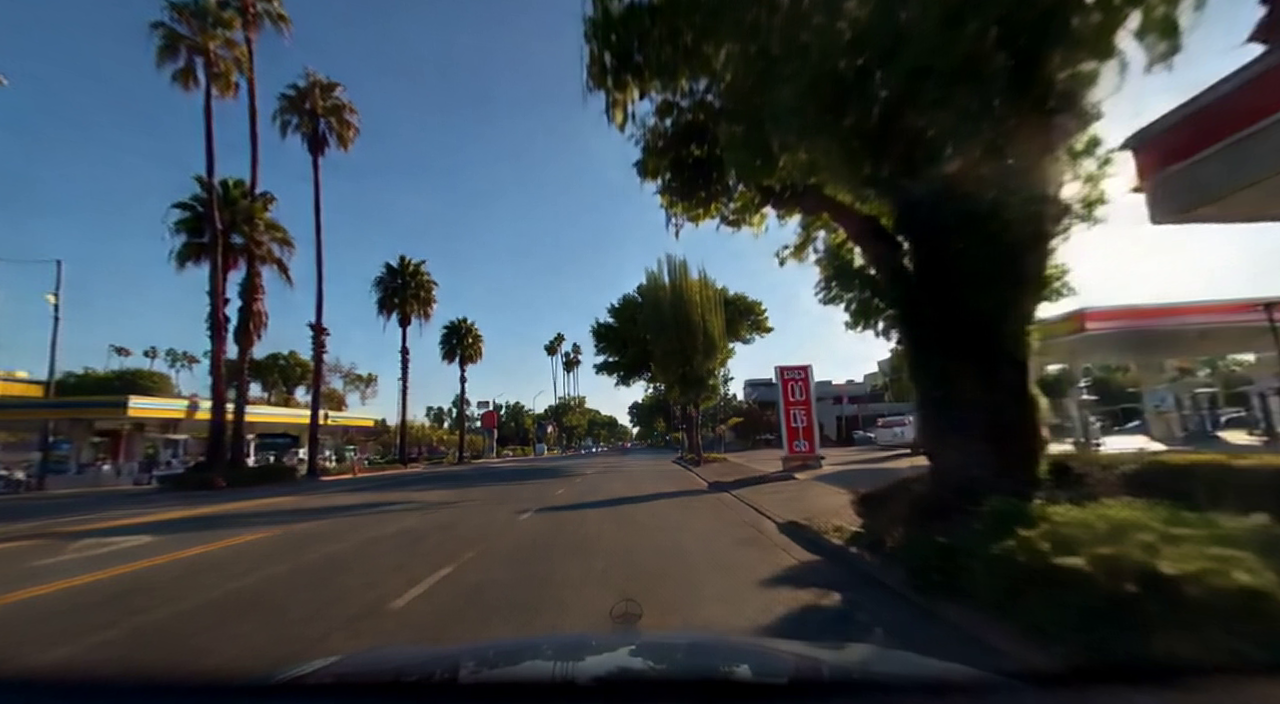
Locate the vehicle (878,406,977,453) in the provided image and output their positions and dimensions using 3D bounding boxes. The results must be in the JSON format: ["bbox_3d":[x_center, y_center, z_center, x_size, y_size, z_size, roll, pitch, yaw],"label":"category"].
[{"bbox_3d":[16.004,4.358,34.976,5.529,2.395,2.399,6,-10,-35],"label":"vehicle"}]
